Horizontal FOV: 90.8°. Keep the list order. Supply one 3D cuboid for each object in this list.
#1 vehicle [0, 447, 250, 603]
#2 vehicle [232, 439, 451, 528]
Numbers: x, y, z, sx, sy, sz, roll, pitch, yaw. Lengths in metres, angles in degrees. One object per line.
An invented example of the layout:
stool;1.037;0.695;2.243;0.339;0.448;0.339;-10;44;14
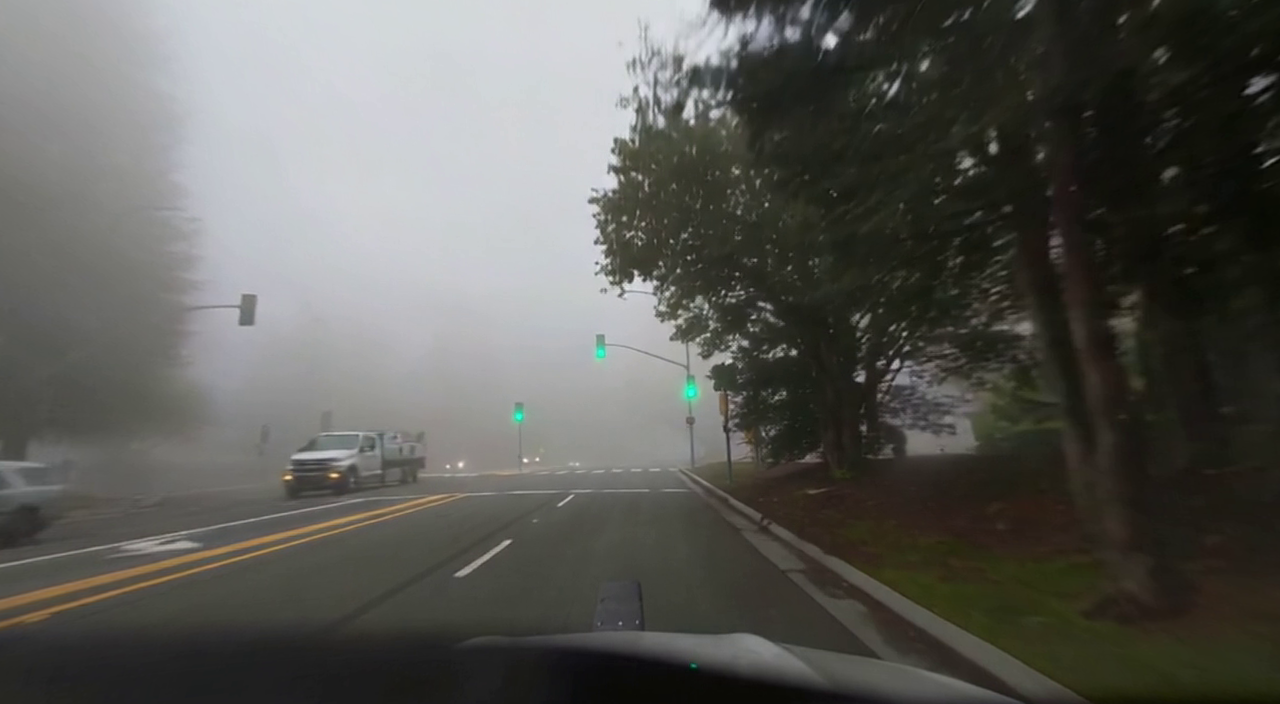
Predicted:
vehicle;-7.197;1.921;7.648;1.968;1.485;4.558;-1;-8;1
vehicle;-7.038;3.156;16.136;2.308;1.755;6.571;-1;-8;1
